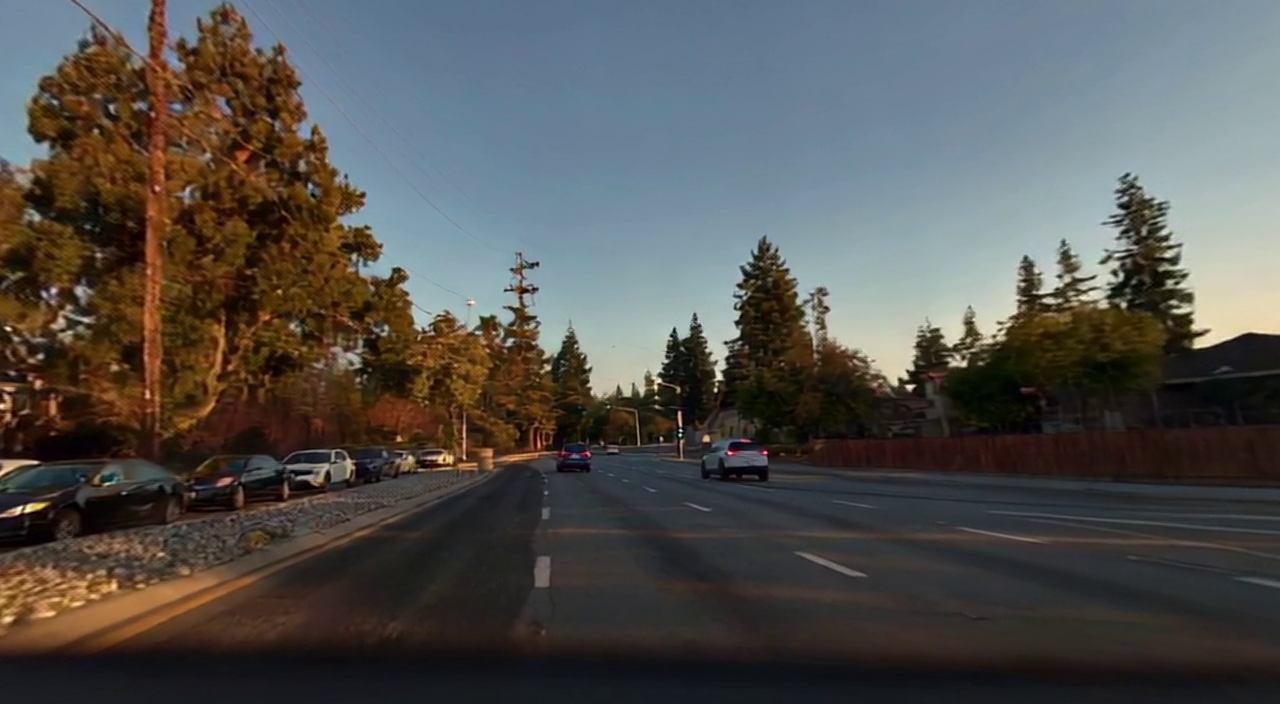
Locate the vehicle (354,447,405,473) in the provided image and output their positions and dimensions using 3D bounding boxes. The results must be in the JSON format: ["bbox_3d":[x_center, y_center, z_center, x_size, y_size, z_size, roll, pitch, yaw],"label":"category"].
[{"bbox_3d":[-17.033,7.027,41.388,2.185,1.442,4.180,-1,-8,-9],"label":"vehicle"}]

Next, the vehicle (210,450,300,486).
[{"bbox_3d":[-17.509,5.293,28.949,1.759,1.451,4.436,-1,-9,-6],"label":"vehicle"}]

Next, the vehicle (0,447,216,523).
[{"bbox_3d":[-12.186,2.920,14.565,2.043,1.431,4.659,1,-8,-8],"label":"vehicle"}]

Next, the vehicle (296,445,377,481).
[{"bbox_3d":[-14.229,5.193,29.878,2.057,1.537,4.410,1,-8,-6],"label":"vehicle"}]

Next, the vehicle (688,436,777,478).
[{"bbox_3d":[4.331,5.022,30.474,2.102,1.798,4.995,3,-9,-20],"label":"vehicle"}]
